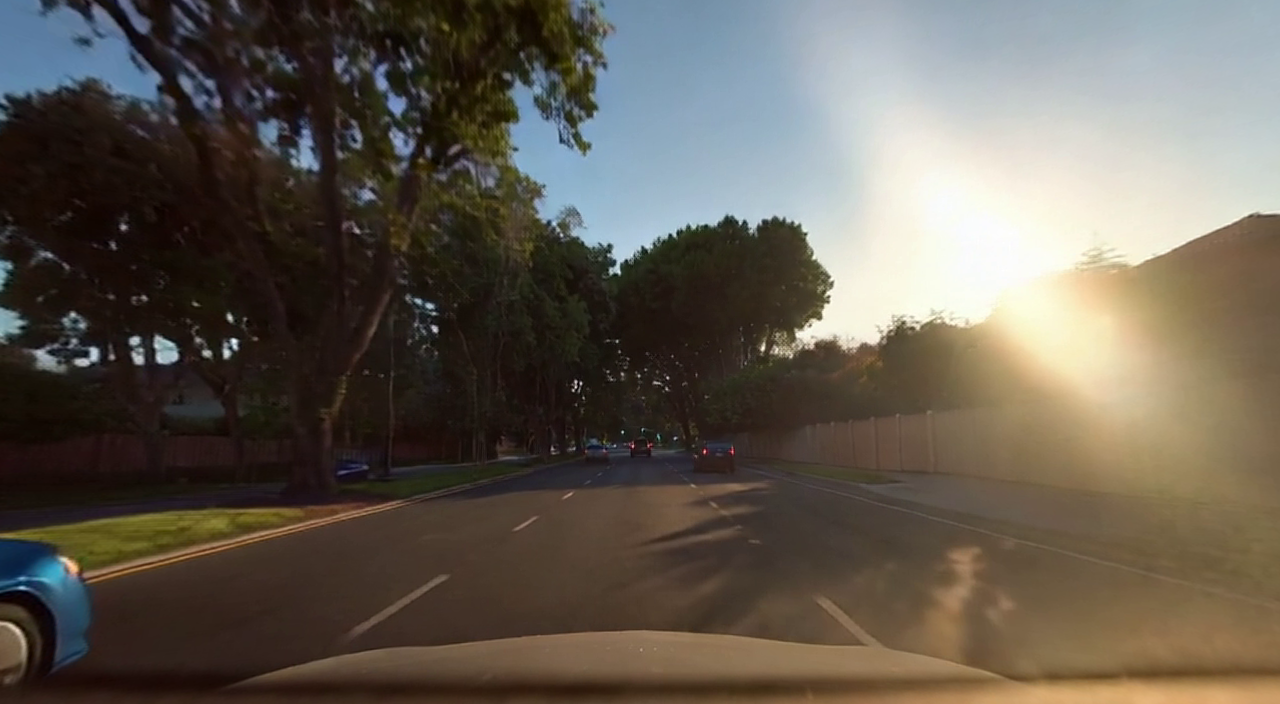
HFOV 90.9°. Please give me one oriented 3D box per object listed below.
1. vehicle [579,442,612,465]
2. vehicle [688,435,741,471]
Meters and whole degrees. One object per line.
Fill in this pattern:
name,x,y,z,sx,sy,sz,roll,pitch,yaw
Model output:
vehicle,-2.998,6.912,43.228,1.940,1.473,4.133,0,-8,1
vehicle,3.804,5.235,32.819,2.182,1.688,4.187,0,-8,-1
